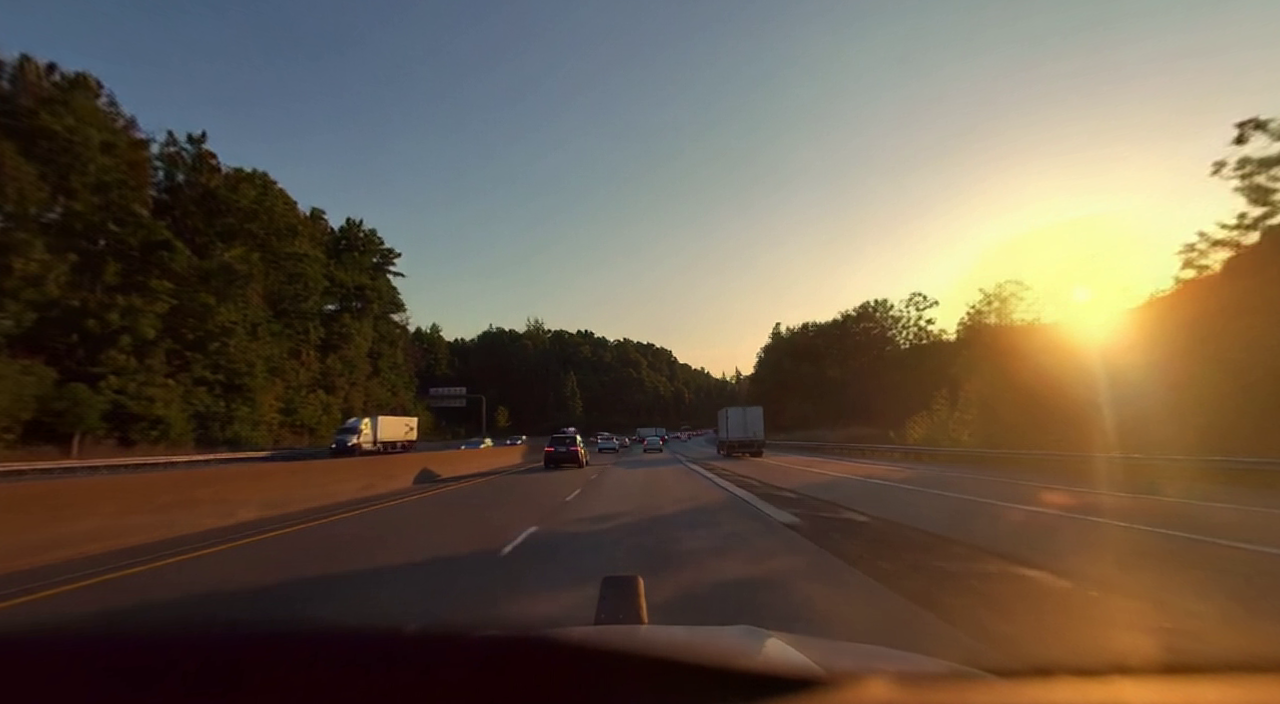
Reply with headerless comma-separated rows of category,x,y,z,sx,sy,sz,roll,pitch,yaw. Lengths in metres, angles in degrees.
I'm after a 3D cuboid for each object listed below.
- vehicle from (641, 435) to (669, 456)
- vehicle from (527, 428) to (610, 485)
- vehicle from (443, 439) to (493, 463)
vehicle,1.125,7.085,47.921,2.004,1.465,3.842,0,-8,1
vehicle,-2.171,3.304,20.292,2.137,1.618,4.209,0,-8,0
vehicle,-11.270,6.488,41.609,1.881,1.449,4.521,0,-8,1
